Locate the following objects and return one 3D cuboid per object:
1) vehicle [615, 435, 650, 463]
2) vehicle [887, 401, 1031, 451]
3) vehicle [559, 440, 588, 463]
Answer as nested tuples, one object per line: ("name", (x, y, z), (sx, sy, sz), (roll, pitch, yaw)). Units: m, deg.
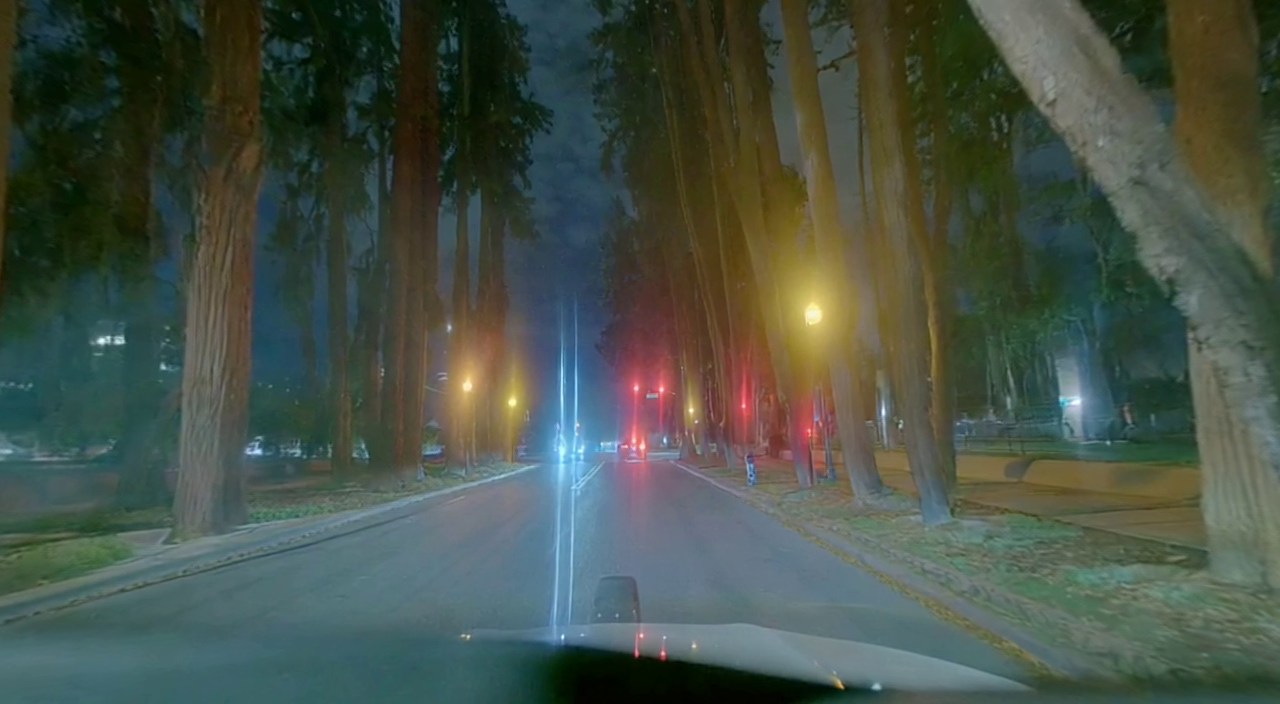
("vehicle", (-0.423, 6.223, 40.502), (2.142, 1.686, 3.816), (-1, -8, 1))
("vehicle", (12.012, 2.832, 24.006), (4.349, 1.462, 1.982), (-5, -7, 6))
("vehicle", (-4.657, 7.001, 44.402), (1.973, 1.512, 3.524), (0, -8, -5))
